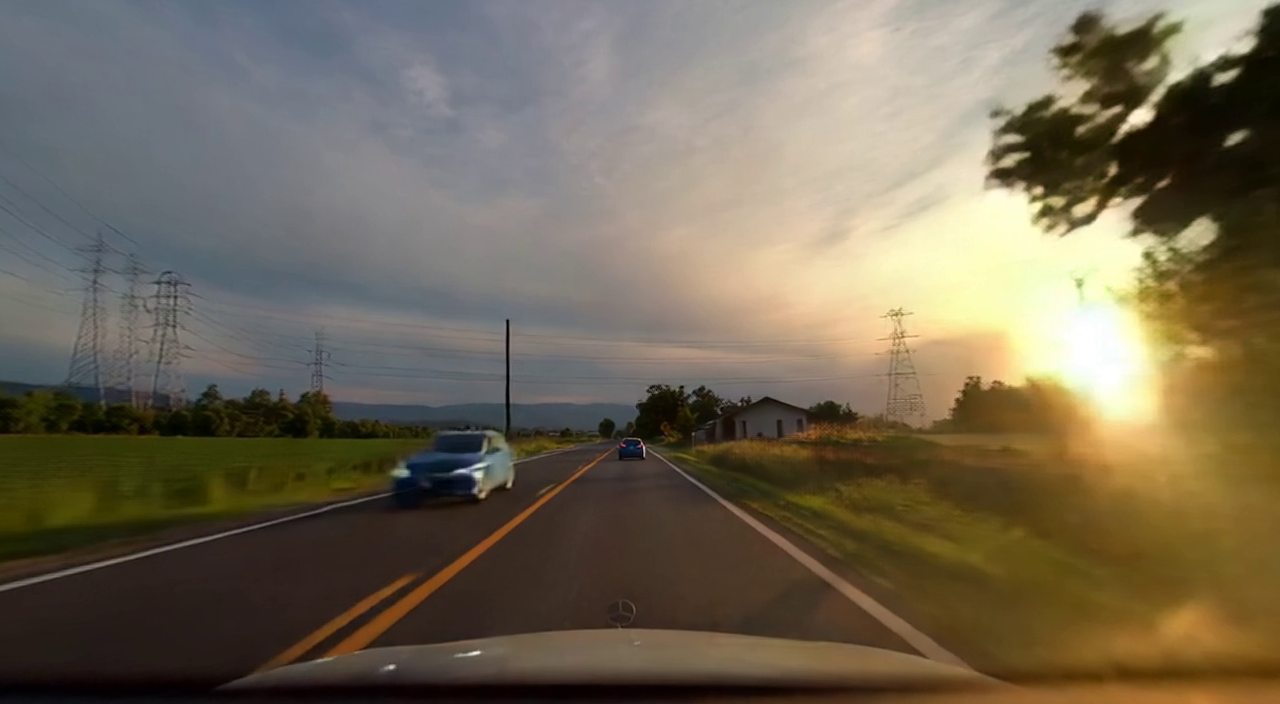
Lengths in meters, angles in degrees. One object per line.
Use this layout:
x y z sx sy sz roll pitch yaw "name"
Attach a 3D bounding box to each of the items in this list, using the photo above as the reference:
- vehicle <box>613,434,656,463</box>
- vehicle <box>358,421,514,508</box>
-0.298 5.249 34.578 2.241 1.471 3.829 0 -8 -1 "vehicle"
-4.126 2.326 13.552 2.079 1.591 3.951 0 -8 -1 "vehicle"
